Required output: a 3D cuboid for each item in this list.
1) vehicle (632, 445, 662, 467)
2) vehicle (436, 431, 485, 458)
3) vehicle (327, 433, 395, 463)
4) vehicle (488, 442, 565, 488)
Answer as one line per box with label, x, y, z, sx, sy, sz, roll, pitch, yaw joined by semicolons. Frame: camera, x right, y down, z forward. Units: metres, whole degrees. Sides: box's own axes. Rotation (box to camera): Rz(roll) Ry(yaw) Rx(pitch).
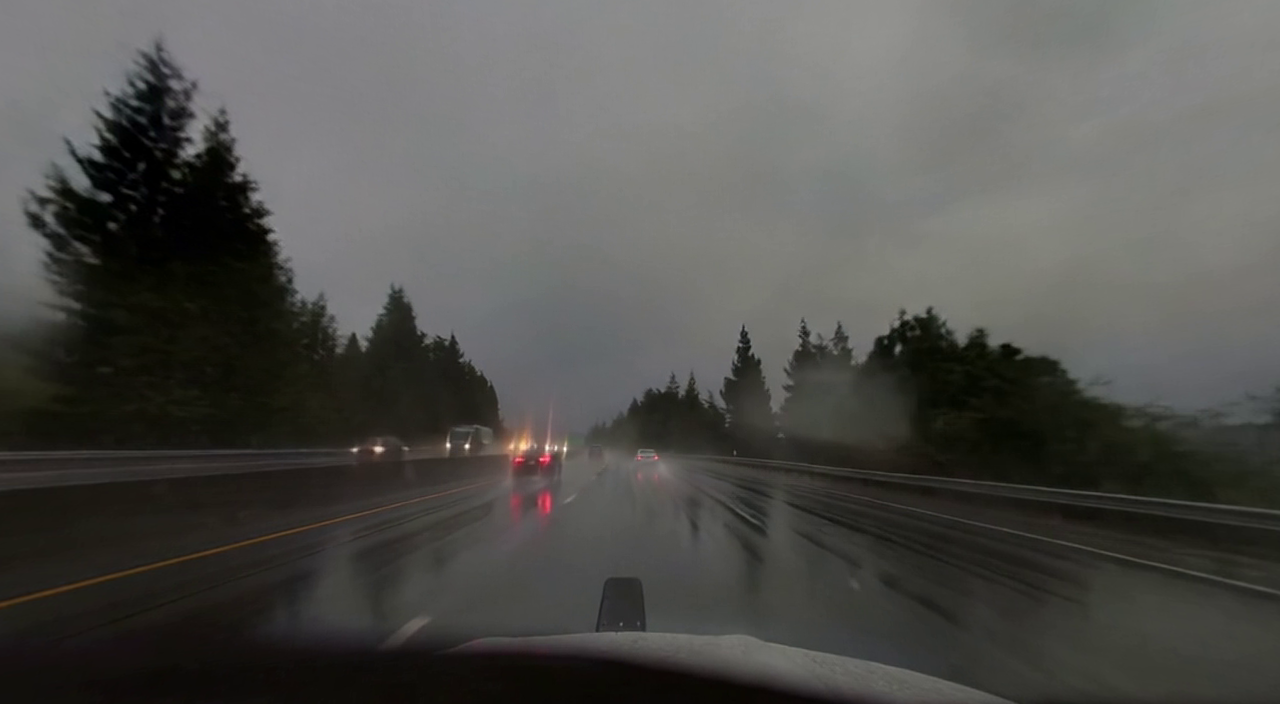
vehicle;0.449;7.421;45.204;2.008;1.499;3.192;0;-9;-2
vehicle;-13.377;6.944;47.265;2.240;1.873;4.906;0;-9;-1
vehicle;-14.379;4.991;32.767;1.874;1.451;3.737;0;-9;-1
vehicle;-4.058;4.113;23.347;2.054;1.500;4.469;0;-9;0
